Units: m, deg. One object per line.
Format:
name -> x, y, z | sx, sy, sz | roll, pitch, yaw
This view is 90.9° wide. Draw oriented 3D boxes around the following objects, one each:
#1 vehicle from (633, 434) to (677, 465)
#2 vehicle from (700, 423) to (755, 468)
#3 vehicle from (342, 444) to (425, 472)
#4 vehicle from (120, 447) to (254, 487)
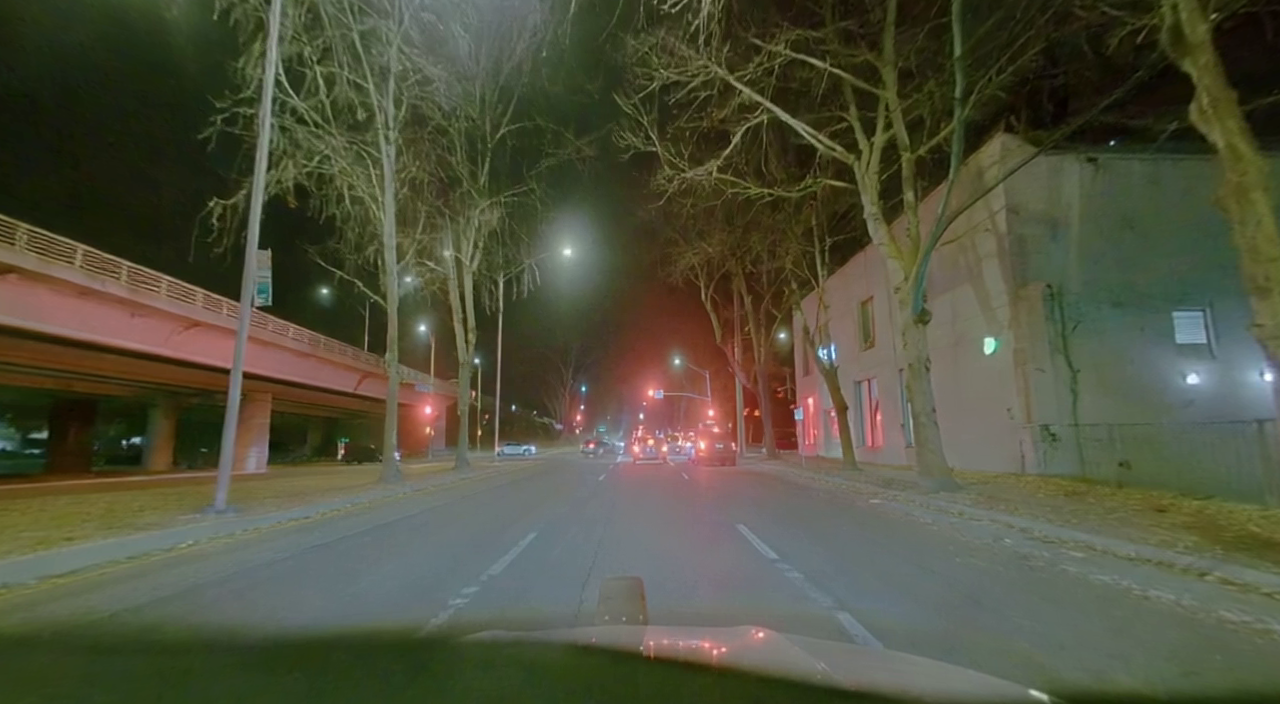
vehicle -> 0.721, 4.966, 32.150 | 2.101, 1.467, 4.210 | 0, -8, 0
vehicle -> 4.139, 4.546, 30.566 | 2.080, 1.999, 4.379 | 0, -8, 1
vehicle -> -15.362, 6.345, 38.000 | 1.860, 1.543, 4.302 | -5, -10, 32
vehicle -> -20.587, 5.198, 28.910 | 1.832, 1.611, 4.546 | -4, -9, 25
